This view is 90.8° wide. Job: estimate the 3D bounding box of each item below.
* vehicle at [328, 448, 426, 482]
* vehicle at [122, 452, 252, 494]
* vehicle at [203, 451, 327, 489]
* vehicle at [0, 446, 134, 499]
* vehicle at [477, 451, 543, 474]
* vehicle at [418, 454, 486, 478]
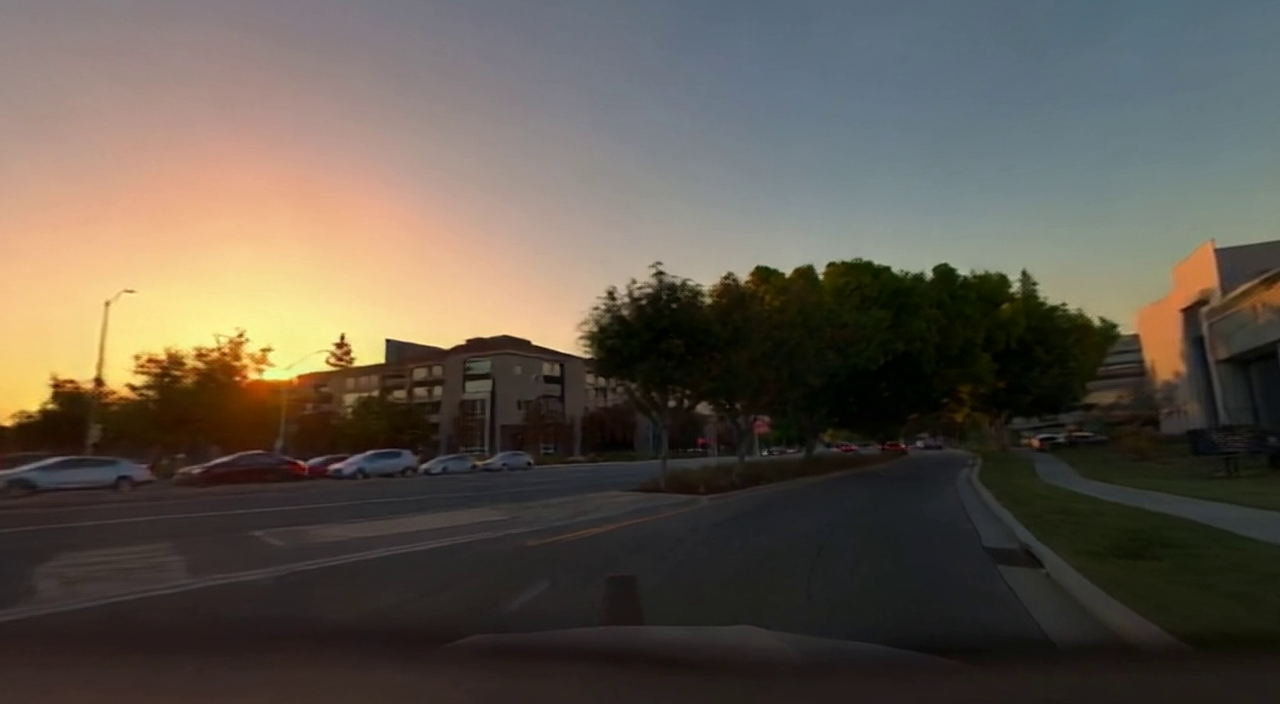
[{"bbox_3d":[-14.332,6.135,34.687,1.926,1.681,4.727,-5,-10,29],"label":"vehicle"},{"bbox_3d":[-20.952,5.562,29.432,2.002,1.711,4.360,-5,-10,27],"label":"vehicle"},{"bbox_3d":[-17.206,5.382,29.258,1.842,1.582,4.513,-5,-10,29],"label":"vehicle"},{"bbox_3d":[-21.102,4.298,22.323,2.033,1.625,4.467,-11,-15,28],"label":"vehicle"},{"bbox_3d":[-8.972,7.637,43.991,1.872,1.493,4.724,-5,-10,29],"label":"vehicle"},{"bbox_3d":[-12.958,7.849,43.770,1.867,1.540,4.423,-5,-10,29],"label":"vehicle"}]
